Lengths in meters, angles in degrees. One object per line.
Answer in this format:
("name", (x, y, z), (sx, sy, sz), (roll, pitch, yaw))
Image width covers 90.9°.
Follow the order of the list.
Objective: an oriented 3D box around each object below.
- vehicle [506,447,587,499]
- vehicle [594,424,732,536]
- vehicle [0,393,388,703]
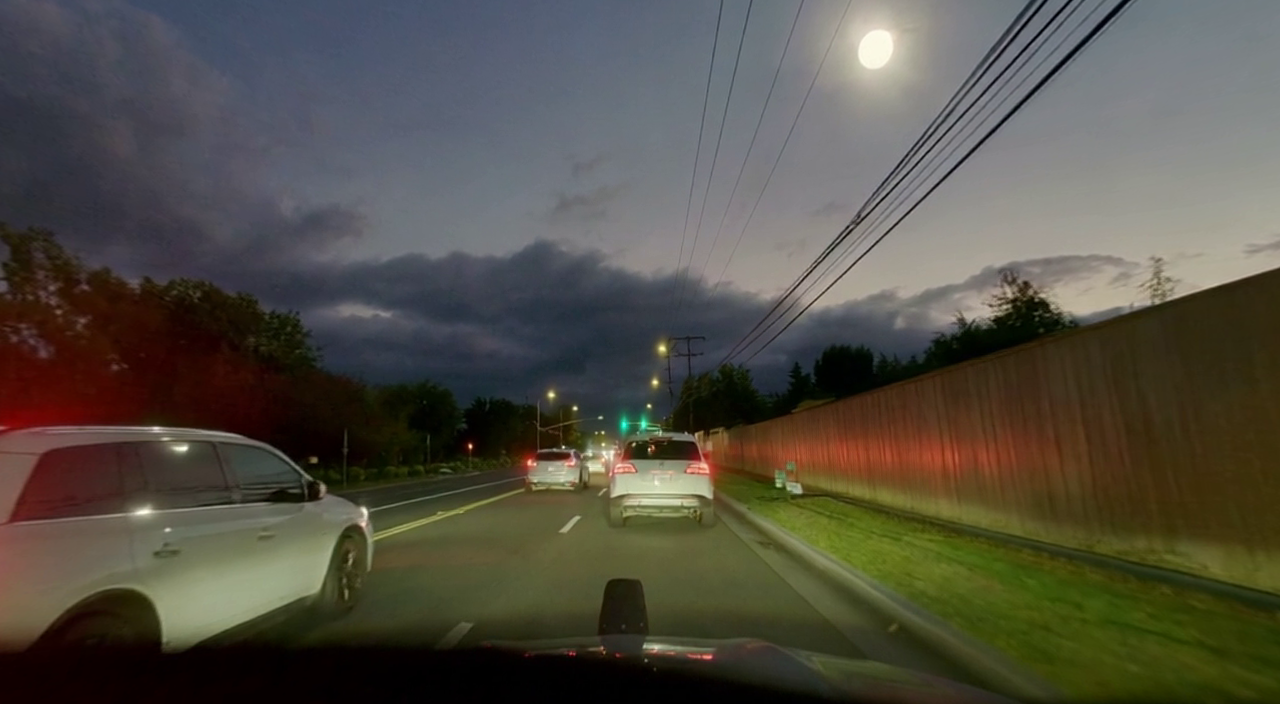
("vehicle", (-2.934, 3.891, 20.692), (1.979, 1.489, 4.006), (0, -9, 1))
("vehicle", (0.385, 2.345, 12.120), (2.174, 1.749, 4.113), (0, -9, 1))
("vehicle", (-3.344, 1.129, 3.538), (2.033, 1.574, 4.132), (0, -9, 2))
